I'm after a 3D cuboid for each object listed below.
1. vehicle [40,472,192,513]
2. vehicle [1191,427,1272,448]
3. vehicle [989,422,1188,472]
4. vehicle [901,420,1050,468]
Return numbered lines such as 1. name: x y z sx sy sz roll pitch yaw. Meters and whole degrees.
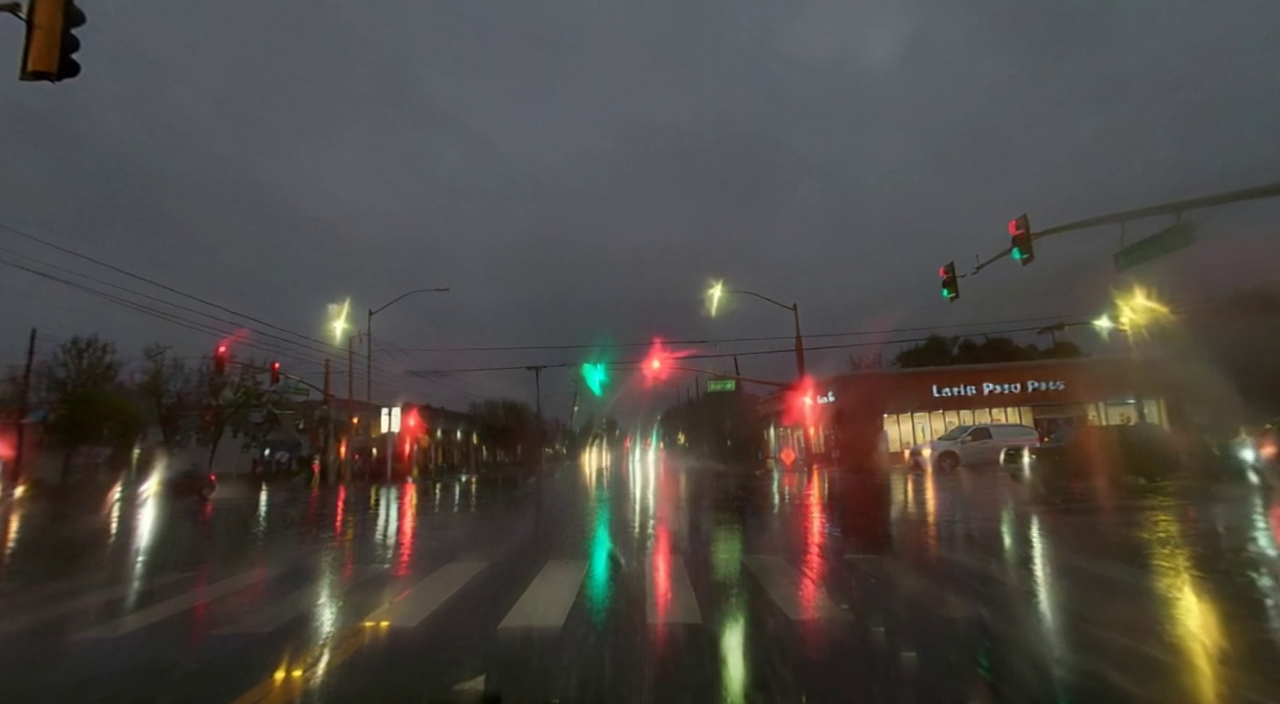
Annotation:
1. vehicle: -21.180 5.673 25.660 4.676 1.463 1.909 -1 -8 6
2. vehicle: 42.053 6.067 44.904 4.347 1.446 1.777 1 -9 -9
3. vehicle: 14.360 3.098 20.620 4.835 1.487 1.913 -3 -9 20
4. vehicle: 13.030 3.652 24.944 4.916 1.730 1.986 -4 -9 21
